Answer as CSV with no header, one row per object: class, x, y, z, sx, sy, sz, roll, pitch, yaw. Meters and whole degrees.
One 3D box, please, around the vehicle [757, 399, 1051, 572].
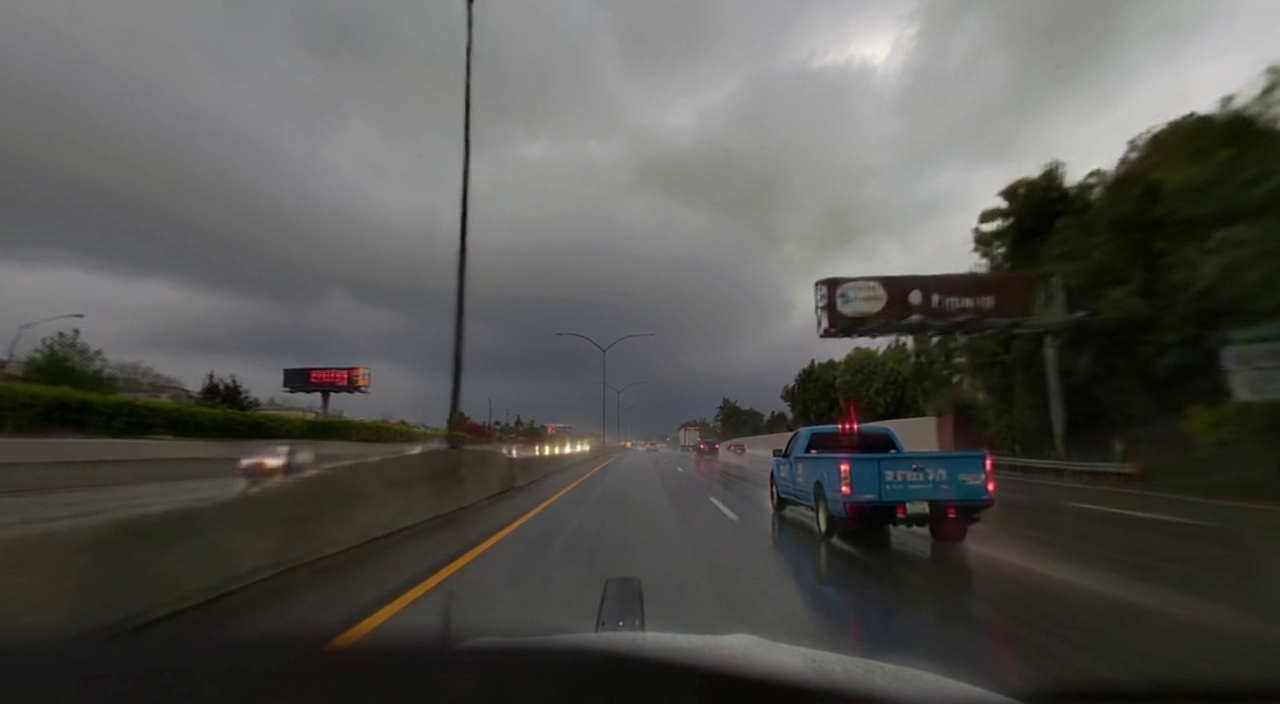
vehicle,3.064,1.667,8.608,1.973,1.710,4.476,0,-9,-1
